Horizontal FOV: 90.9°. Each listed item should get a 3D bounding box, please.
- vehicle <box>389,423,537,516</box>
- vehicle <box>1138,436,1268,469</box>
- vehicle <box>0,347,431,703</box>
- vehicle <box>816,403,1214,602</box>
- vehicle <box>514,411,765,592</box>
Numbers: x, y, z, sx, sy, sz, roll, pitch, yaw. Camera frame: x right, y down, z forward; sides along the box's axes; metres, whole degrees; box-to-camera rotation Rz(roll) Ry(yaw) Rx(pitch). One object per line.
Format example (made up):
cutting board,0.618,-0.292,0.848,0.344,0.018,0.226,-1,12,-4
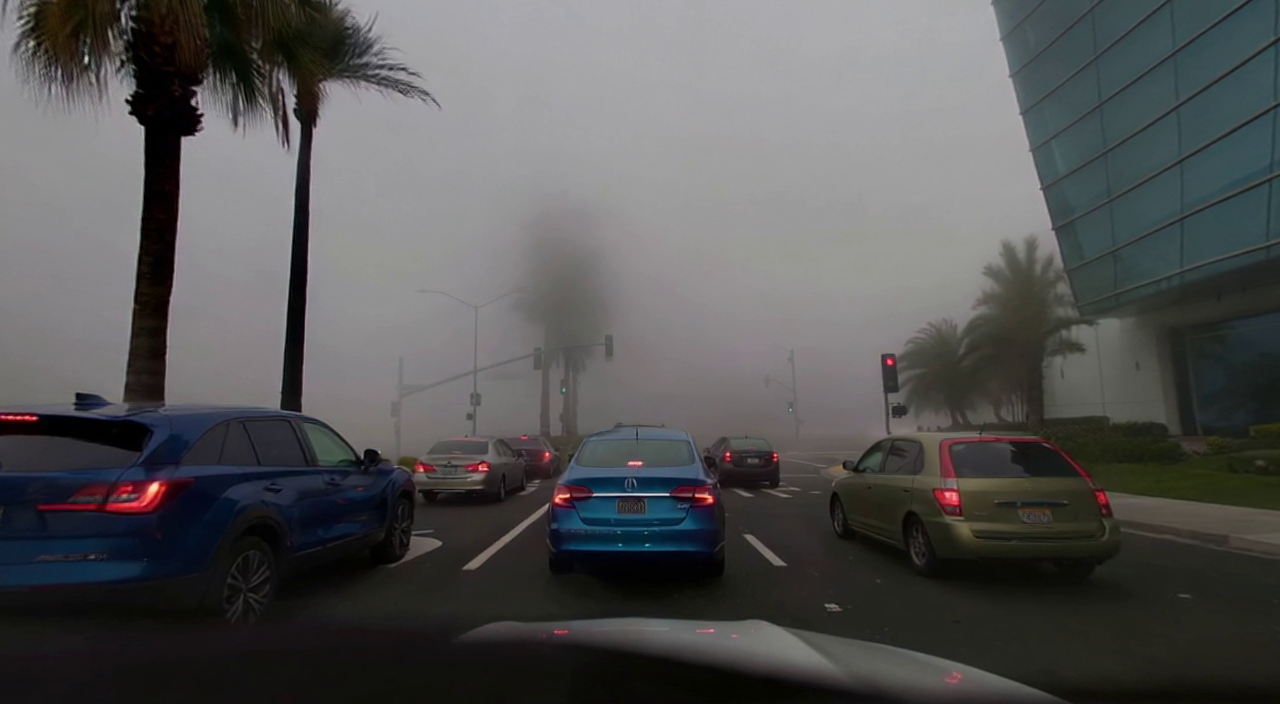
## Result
vehicle,-3.459,2.369,13.119,1.917,1.631,3.768,0,-8,1
vehicle,25.492,4.543,28.638,4.014,1.417,1.777,-1,-8,5
vehicle,-3.535,1.172,5.372,2.014,1.775,4.404,0,-8,-1
vehicle,3.844,1.617,7.677,2.064,1.696,4.431,0,-8,0
vehicle,-0.045,1.650,7.824,2.219,1.586,4.321,0,-8,-1
